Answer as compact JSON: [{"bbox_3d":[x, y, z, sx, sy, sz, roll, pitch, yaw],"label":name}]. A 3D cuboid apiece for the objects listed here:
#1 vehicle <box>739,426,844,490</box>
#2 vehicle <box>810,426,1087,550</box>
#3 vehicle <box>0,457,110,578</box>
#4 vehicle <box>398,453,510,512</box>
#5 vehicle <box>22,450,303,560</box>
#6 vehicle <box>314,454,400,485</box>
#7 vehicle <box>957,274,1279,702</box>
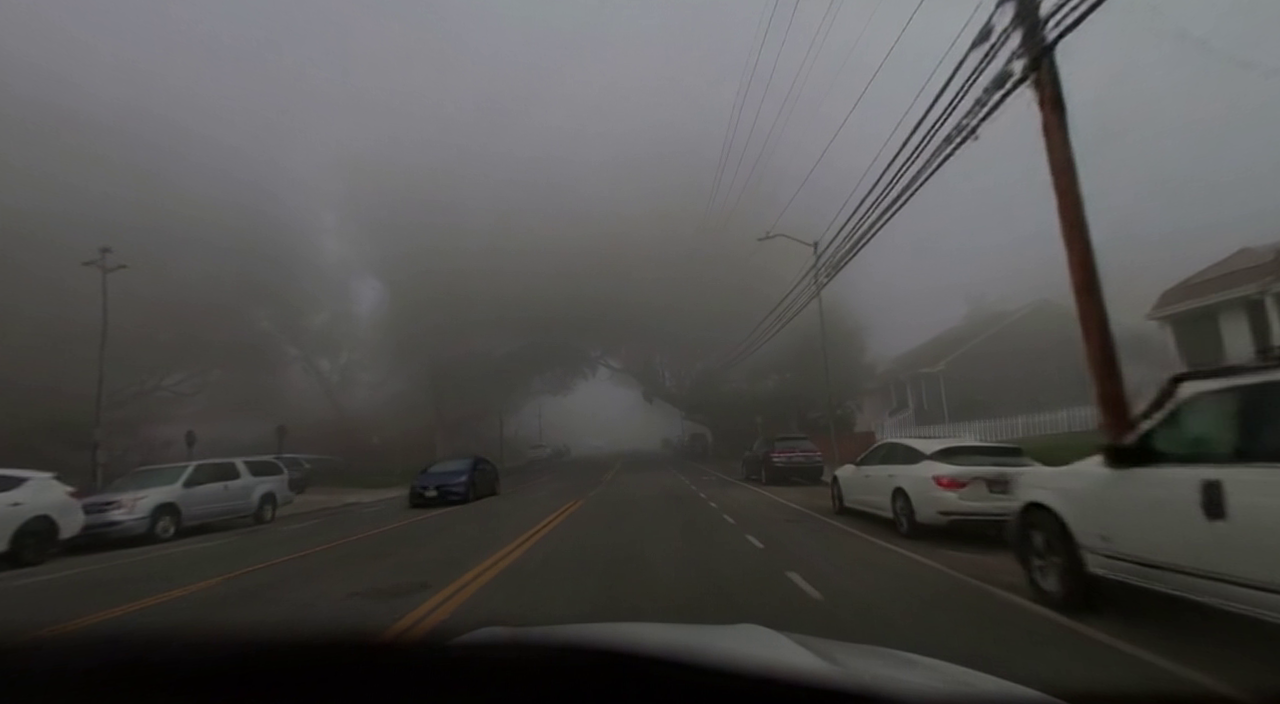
[{"bbox_3d":[4.592,3.308,20.028,1.980,1.773,4.853,0,-8,-2],"label":"vehicle"},{"bbox_3d":[4.544,2.069,10.457,2.001,1.532,5.029,0,-8,-1],"label":"vehicle"},{"bbox_3d":[-11.069,2.499,9.080,2.089,1.837,5.499,0,-8,1],"label":"vehicle"},{"bbox_3d":[-5.480,3.860,19.252,1.948,1.502,4.434,-1,-8,2],"label":"vehicle"},{"bbox_3d":[-10.811,3.414,15.181,2.282,2.060,5.738,0,-8,-1],"label":"vehicle"},{"bbox_3d":[-18.614,7.670,41.667,4.676,1.846,1.967,8,-12,-44],"label":"vehicle"},{"bbox_3d":[4.436,0.754,3.647,2.330,2.160,5.550,0,-8,0],"label":"vehicle"}]
